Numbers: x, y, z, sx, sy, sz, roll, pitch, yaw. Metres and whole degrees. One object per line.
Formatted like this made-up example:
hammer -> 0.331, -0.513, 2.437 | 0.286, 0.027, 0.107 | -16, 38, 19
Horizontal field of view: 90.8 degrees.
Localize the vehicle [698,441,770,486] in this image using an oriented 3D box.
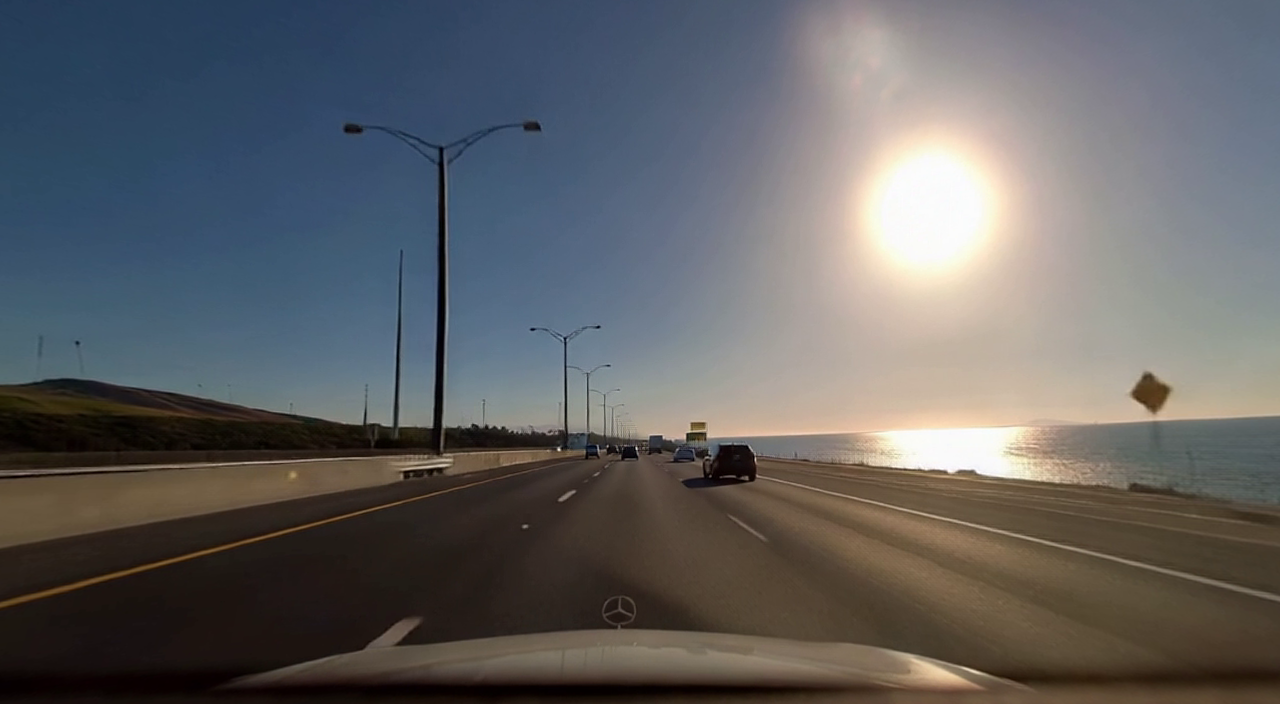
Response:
vehicle -> 3.390, 4.106, 23.583 | 1.890, 1.490, 4.373 | 0, -8, -1
